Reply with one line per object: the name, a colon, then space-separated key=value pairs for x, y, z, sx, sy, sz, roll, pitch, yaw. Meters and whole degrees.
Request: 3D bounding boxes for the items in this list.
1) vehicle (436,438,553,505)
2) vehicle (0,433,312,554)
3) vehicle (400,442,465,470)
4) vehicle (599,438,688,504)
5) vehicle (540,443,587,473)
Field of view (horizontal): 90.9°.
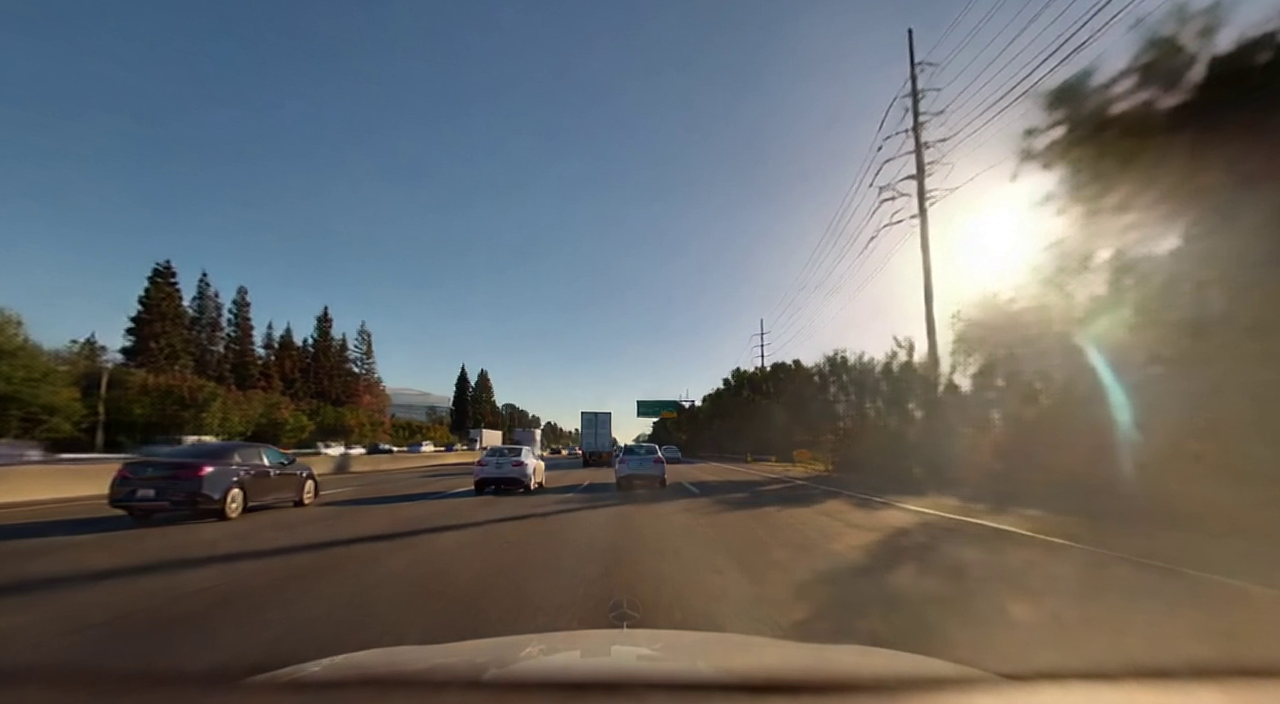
vehicle: x=-3.490 y=2.944 z=15.953 sx=1.912 sy=1.464 sz=4.115 roll=0 pitch=-9 yaw=1
vehicle: x=-7.359 y=2.057 z=9.941 sx=1.867 sy=1.445 sz=4.499 roll=0 pitch=-9 yaw=1
vehicle: x=-11.974 y=6.057 z=36.779 sx=2.089 sy=1.500 sz=4.780 roll=0 pitch=-9 yaw=1
vehicle: x=0.025 y=3.037 z=16.568 sx=2.018 sy=1.470 sz=4.491 roll=0 pitch=-9 yaw=-1
vehicle: x=-3.911 y=5.483 z=32.826 sx=2.013 sy=1.437 sz=3.801 roll=0 pitch=-9 yaw=0
